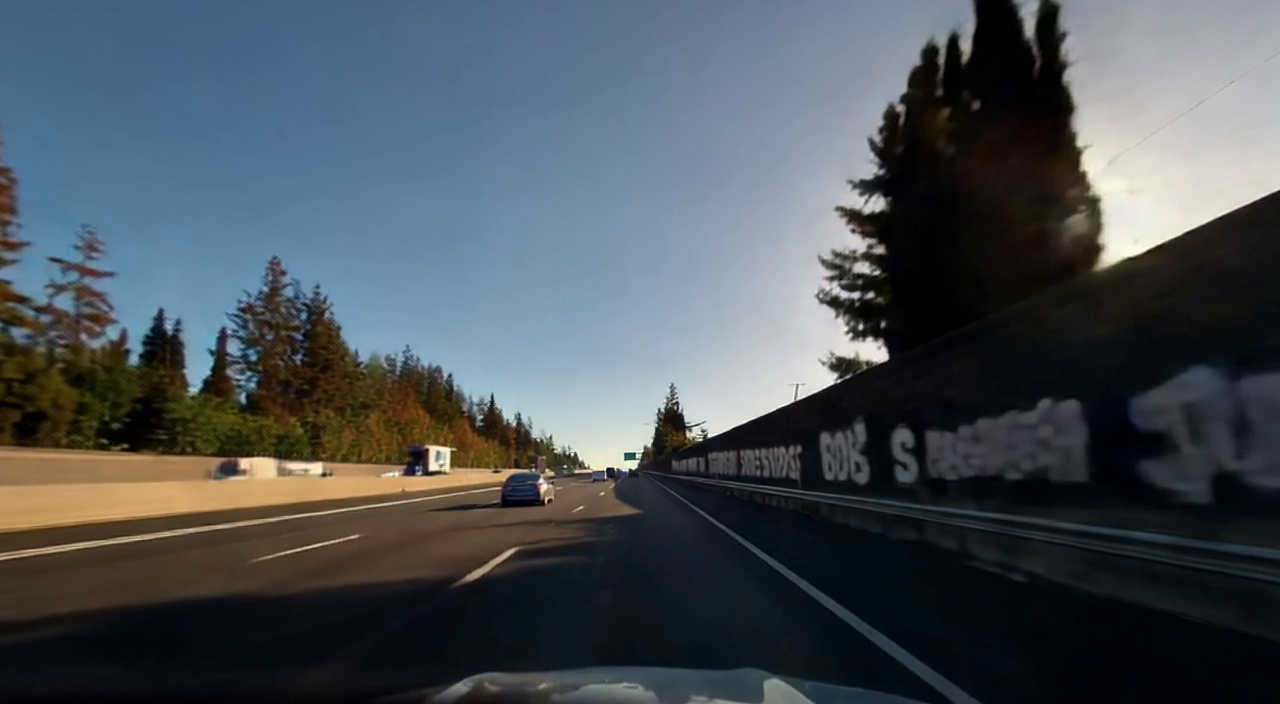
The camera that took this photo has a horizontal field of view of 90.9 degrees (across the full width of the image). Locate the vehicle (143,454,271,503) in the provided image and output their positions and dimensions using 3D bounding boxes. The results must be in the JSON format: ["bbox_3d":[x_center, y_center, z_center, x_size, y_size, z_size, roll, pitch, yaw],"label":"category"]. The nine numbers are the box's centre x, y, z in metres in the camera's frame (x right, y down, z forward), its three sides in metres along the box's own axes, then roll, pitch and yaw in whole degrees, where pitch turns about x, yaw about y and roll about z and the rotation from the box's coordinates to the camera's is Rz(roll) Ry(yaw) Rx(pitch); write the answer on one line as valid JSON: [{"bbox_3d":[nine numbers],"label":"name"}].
[{"bbox_3d":[-21.011,6.183,30.987,2.234,2.115,5.503,0,-10,1],"label":"vehicle"}]

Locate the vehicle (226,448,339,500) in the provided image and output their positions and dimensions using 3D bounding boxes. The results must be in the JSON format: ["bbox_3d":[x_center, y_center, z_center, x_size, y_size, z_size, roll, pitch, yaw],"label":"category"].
[{"bbox_3d":[-20.941,7.226,37.405,2.639,2.739,6.491,0,-10,2],"label":"vehicle"}]

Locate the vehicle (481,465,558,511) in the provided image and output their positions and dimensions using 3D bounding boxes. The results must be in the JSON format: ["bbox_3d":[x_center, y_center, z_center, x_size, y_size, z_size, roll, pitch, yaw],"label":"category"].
[{"bbox_3d":[-4.145,4.738,22.277,1.941,1.437,3.829,1,-10,0],"label":"vehicle"}]

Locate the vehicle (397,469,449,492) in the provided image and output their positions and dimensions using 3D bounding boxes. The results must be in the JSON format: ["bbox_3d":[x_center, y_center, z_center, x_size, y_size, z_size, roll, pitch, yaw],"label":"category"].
[{"bbox_3d":[-15.231,9.015,44.494,1.963,1.476,4.580,1,-10,0],"label":"vehicle"}]
